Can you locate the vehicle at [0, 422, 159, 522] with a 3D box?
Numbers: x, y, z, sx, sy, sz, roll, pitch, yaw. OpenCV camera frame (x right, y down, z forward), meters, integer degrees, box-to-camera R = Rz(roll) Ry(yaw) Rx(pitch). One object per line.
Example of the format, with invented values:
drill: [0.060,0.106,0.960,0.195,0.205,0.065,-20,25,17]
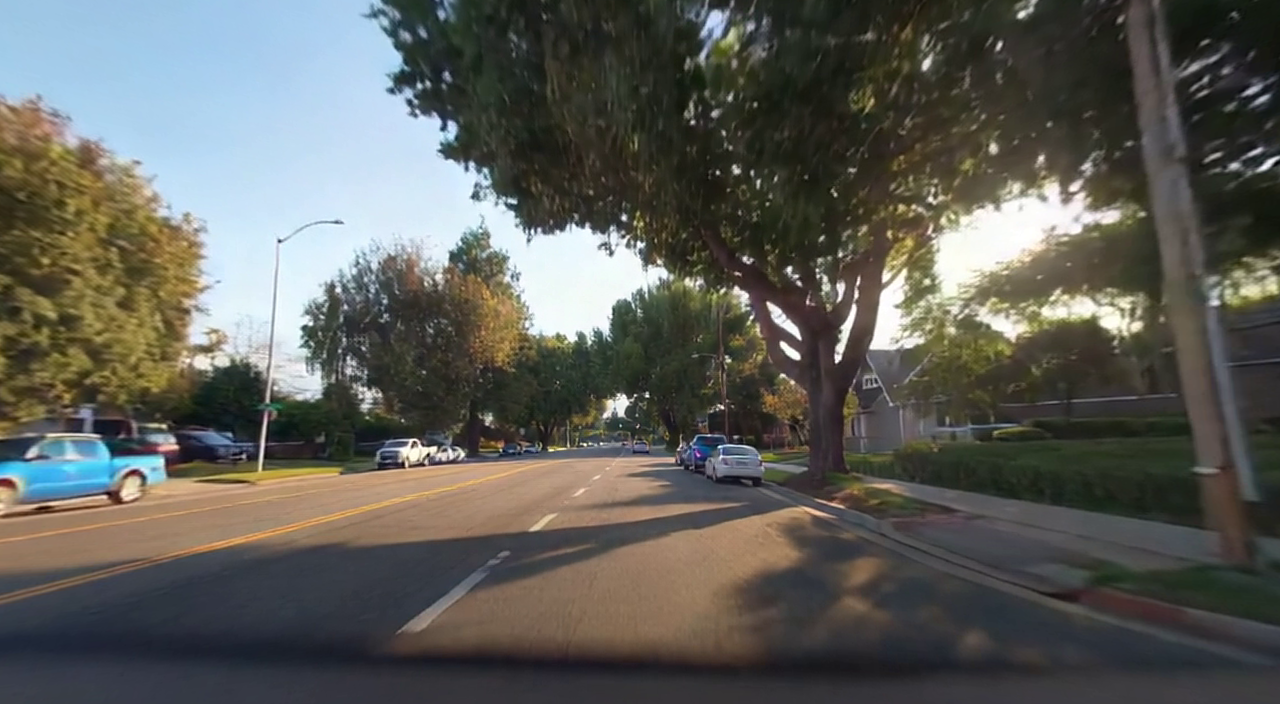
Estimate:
vehicle: [-13.912,2.609,13.921,2.253,1.969,5.398,0,-9,1]

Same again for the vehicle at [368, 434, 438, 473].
vehicle: [-13.952,5.956,37.588,2.155,1.991,5.722,-3,-8,-2]

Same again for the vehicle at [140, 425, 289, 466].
vehicle: [-22.039,4.845,32.877,6.230,1.991,2.456,-1,-8,8]

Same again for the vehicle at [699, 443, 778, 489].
vehicle: [3.513,4.169,23.586,1.911,1.471,5.151,0,-8,-2]
